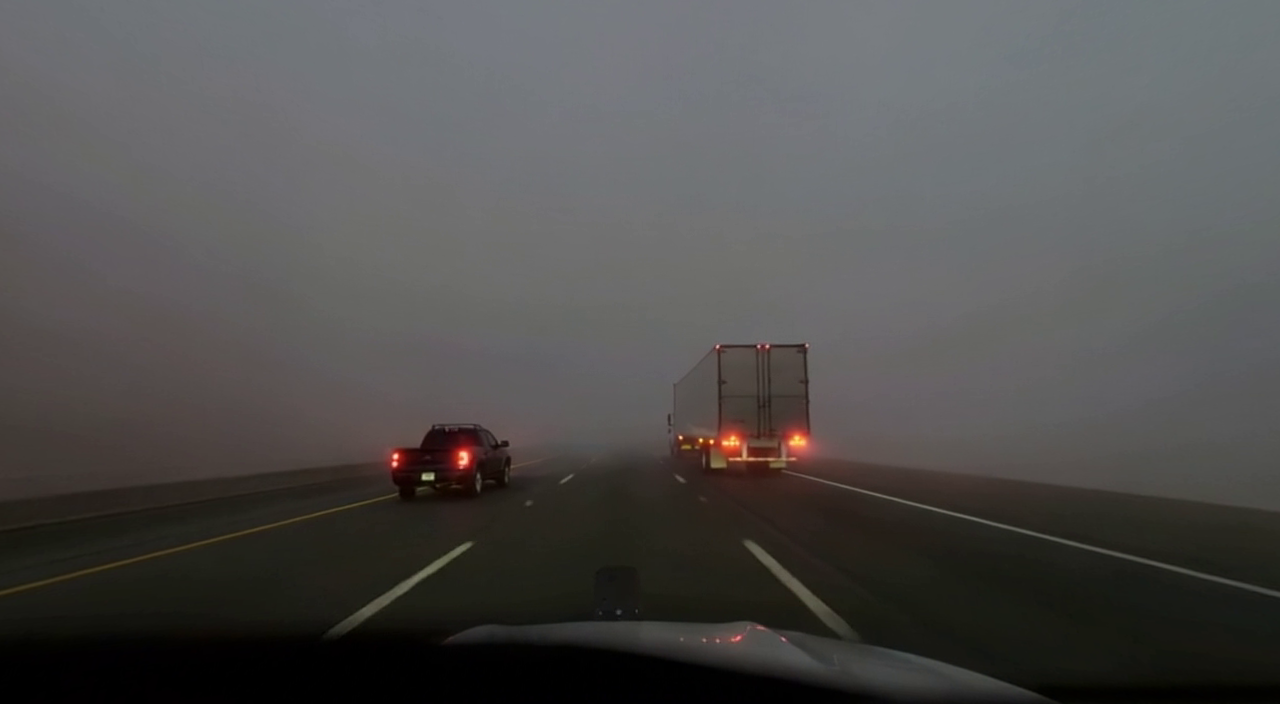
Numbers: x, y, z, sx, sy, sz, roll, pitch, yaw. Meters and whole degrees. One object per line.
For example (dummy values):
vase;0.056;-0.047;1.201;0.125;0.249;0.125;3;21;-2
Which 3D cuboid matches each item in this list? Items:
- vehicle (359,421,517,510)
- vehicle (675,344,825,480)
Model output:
vehicle;-4.083;2.344;13.539;2.044;1.604;4.144;0;-8;-1
vehicle;3.841;3.007;28.054;3.144;4.168;17.594;0;-8;-1
